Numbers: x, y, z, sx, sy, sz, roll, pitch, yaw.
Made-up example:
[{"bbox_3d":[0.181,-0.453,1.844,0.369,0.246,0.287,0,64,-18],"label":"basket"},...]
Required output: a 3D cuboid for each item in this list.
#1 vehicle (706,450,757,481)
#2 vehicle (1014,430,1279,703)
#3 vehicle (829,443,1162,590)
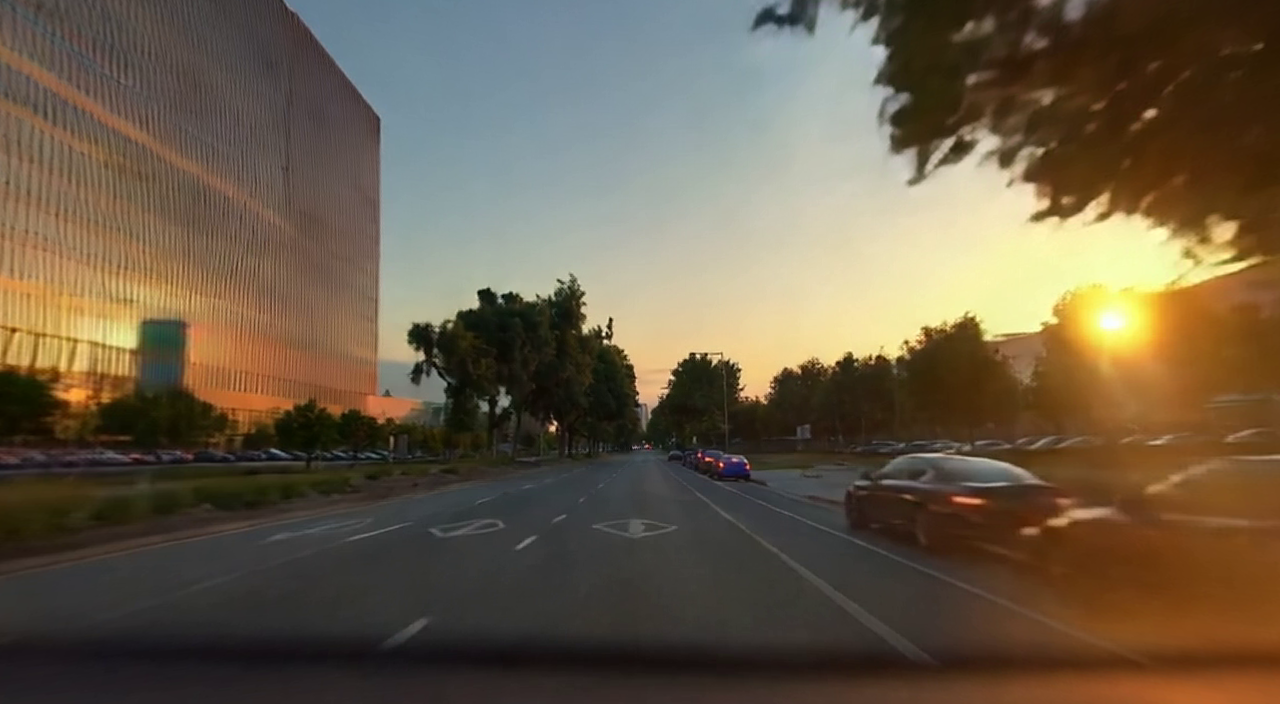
[{"bbox_3d":[4.546,5.691,31.974,1.872,1.420,4.201,0,-8,-1],"label":"vehicle"},{"bbox_3d":[4.409,1.204,3.566,1.909,1.503,4.368,0,-8,0],"label":"vehicle"},{"bbox_3d":[4.385,2.036,8.831,1.989,1.500,4.412,0,-8,-2],"label":"vehicle"}]
